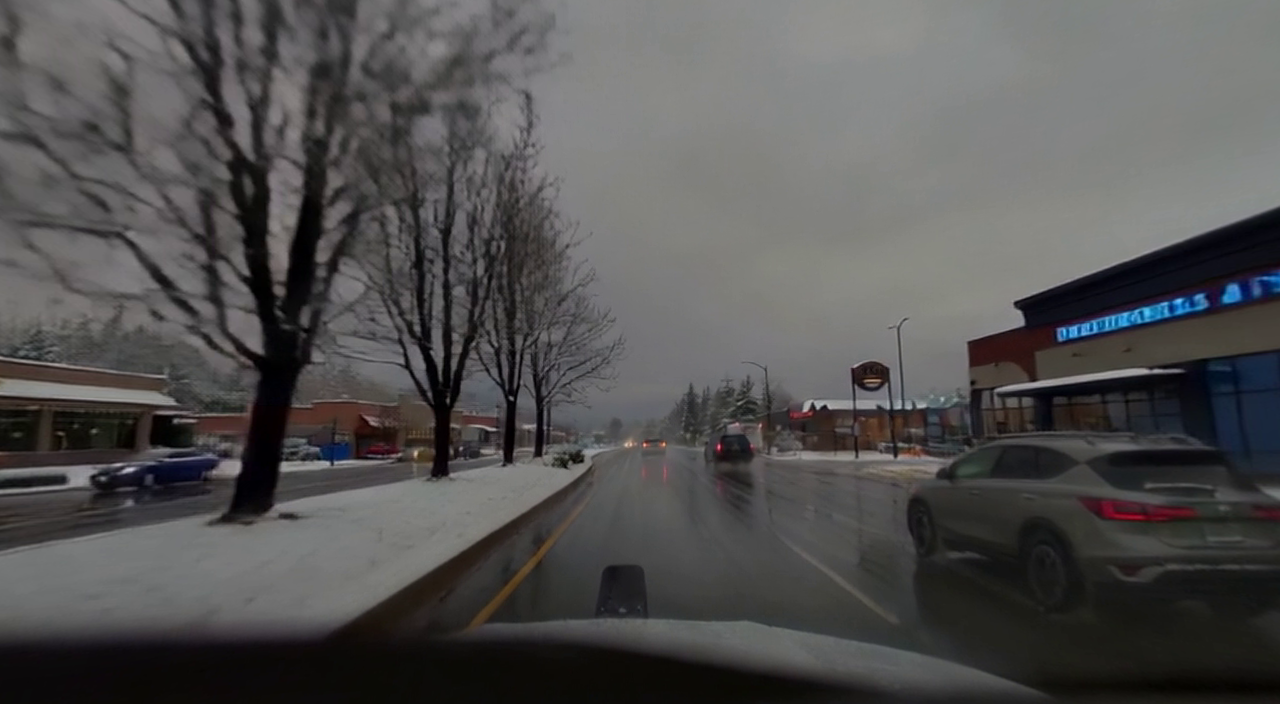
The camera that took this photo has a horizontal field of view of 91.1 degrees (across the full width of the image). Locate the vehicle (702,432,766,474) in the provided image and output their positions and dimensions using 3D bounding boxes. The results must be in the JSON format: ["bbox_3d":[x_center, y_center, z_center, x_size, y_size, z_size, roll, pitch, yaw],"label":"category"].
[{"bbox_3d":[3.999,4.386,27.443,2.115,1.692,4.189,0,-8,0],"label":"vehicle"}]

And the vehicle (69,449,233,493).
[{"bbox_3d":[-18.856,4.573,24.630,2.280,1.489,5.106,0,-8,1],"label":"vehicle"}]

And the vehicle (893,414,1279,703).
[{"bbox_3d":[4.050,1.365,5.379,1.908,1.463,4.506,0,-8,1],"label":"vehicle"}]

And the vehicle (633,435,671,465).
[{"bbox_3d":[0.683,5.767,37.191,2.098,1.682,3.778,0,-8,0],"label":"vehicle"}]
